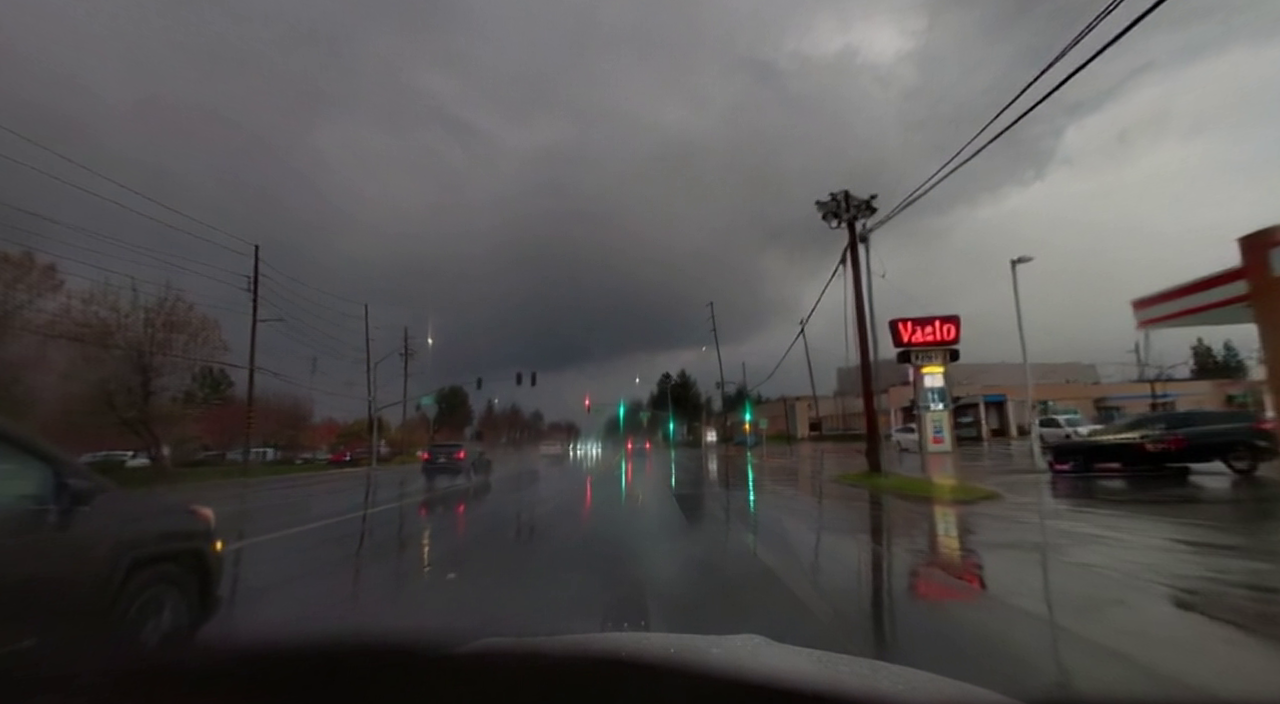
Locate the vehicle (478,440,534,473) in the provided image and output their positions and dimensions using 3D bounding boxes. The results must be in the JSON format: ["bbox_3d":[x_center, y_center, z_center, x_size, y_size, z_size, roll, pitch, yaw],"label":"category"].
[{"bbox_3d":[-6.659,5.224,31.771,1.804,1.513,4.191,0,-8,2],"label":"vehicle"}]

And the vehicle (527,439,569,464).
[{"bbox_3d":[-6.286,6.848,43.443,2.130,1.636,4.427,0,-8,2],"label":"vehicle"}]

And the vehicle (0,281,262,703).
[{"bbox_3d":[-3.254,0.543,1.127,2.190,1.844,4.751,0,-8,0],"label":"vehicle"}]

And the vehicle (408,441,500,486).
[{"bbox_3d":[-6.657,4.004,23.088,1.960,1.468,4.345,0,-8,1],"label":"vehicle"}]

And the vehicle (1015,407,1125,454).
[{"bbox_3d":[23.739,4.426,35.171,2.314,2.302,5.730,-4,-8,5],"label":"vehicle"}]

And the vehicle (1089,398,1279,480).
[{"bbox_3d":[15.981,2.440,17.749,2.178,1.911,5.852,-1,-8,-2],"label":"vehicle"}]

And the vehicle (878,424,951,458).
[{"bbox_3d":[16.024,5.249,37.127,2.116,1.849,4.806,0,-9,0],"label":"vehicle"}]
